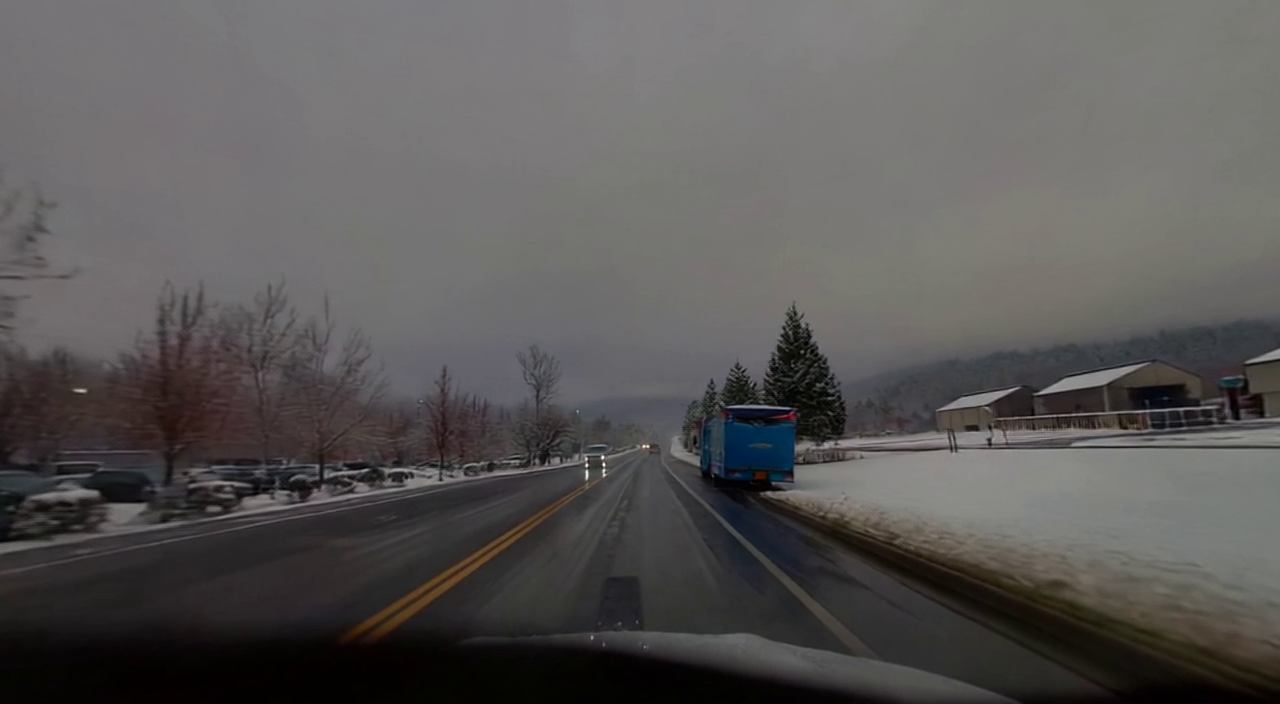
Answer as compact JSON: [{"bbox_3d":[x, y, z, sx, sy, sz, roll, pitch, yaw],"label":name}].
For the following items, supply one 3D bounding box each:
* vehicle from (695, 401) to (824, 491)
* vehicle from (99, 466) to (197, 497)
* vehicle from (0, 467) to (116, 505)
[{"bbox_3d":[4.545,3.965,26.818,3.282,3.067,10.181,0,-8,-1],"label":"vehicle"},{"bbox_3d":[-30.114,7.924,38.741,4.371,1.750,1.940,0,-9,1],"label":"vehicle"},{"bbox_3d":[-30.947,7.064,33.457,4.597,1.865,2.036,-1,-9,4],"label":"vehicle"}]
